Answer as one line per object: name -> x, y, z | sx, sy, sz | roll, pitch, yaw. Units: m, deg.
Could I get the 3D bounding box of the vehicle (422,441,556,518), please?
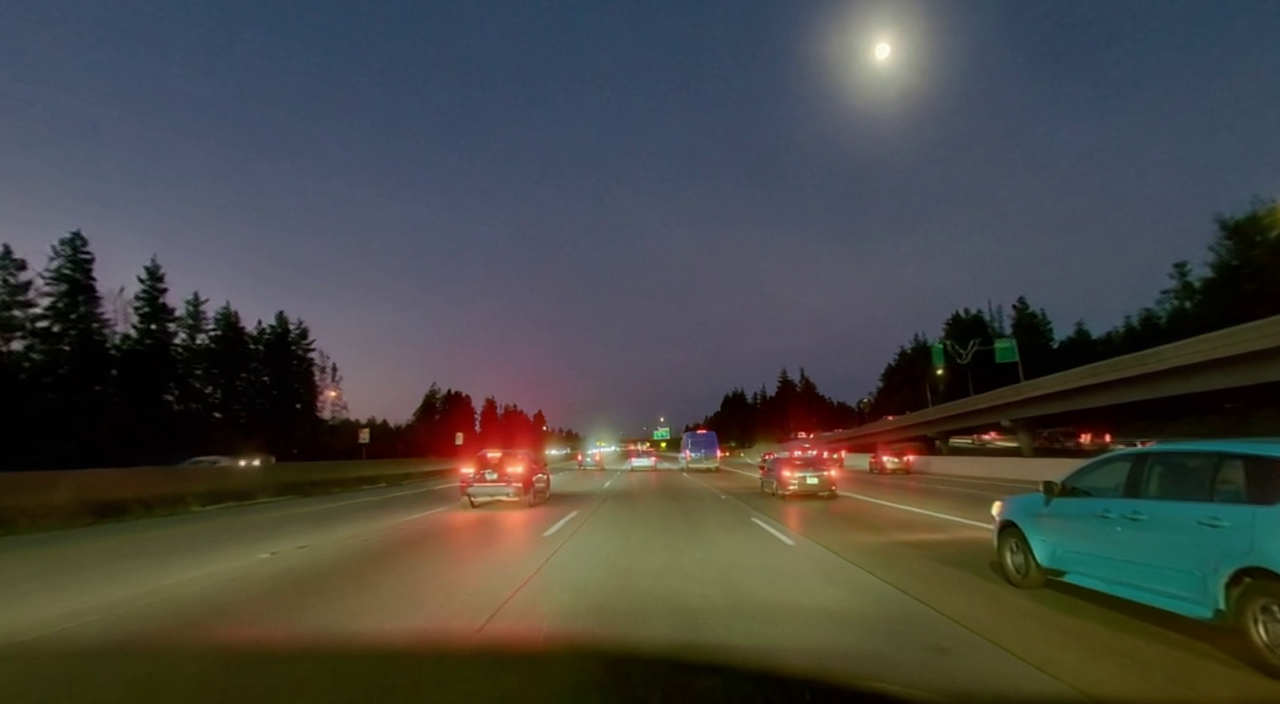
vehicle -> -3.385, 2.926, 15.032 | 2.137, 1.562, 3.926 | 0, -8, 2

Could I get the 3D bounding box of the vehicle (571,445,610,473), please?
vehicle -> -3.209, 6.981, 41.349 | 2.078, 1.706, 4.298 | -1, -8, 2

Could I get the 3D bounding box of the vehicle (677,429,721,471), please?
vehicle -> 4.117, 7.014, 45.313 | 2.436, 2.745, 6.607 | 0, -9, -1

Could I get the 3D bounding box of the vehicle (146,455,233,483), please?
vehicle -> -26.289, 6.808, 36.971 | 1.981, 1.424, 4.195 | 0, -9, 0

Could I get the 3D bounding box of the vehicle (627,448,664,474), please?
vehicle -> 0.304, 6.688, 38.765 | 2.174, 1.467, 4.005 | 0, -8, 0

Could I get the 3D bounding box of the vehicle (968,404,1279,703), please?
vehicle -> 4.070, 1.100, 3.467 | 2.085, 1.558, 4.466 | 0, -8, -1
